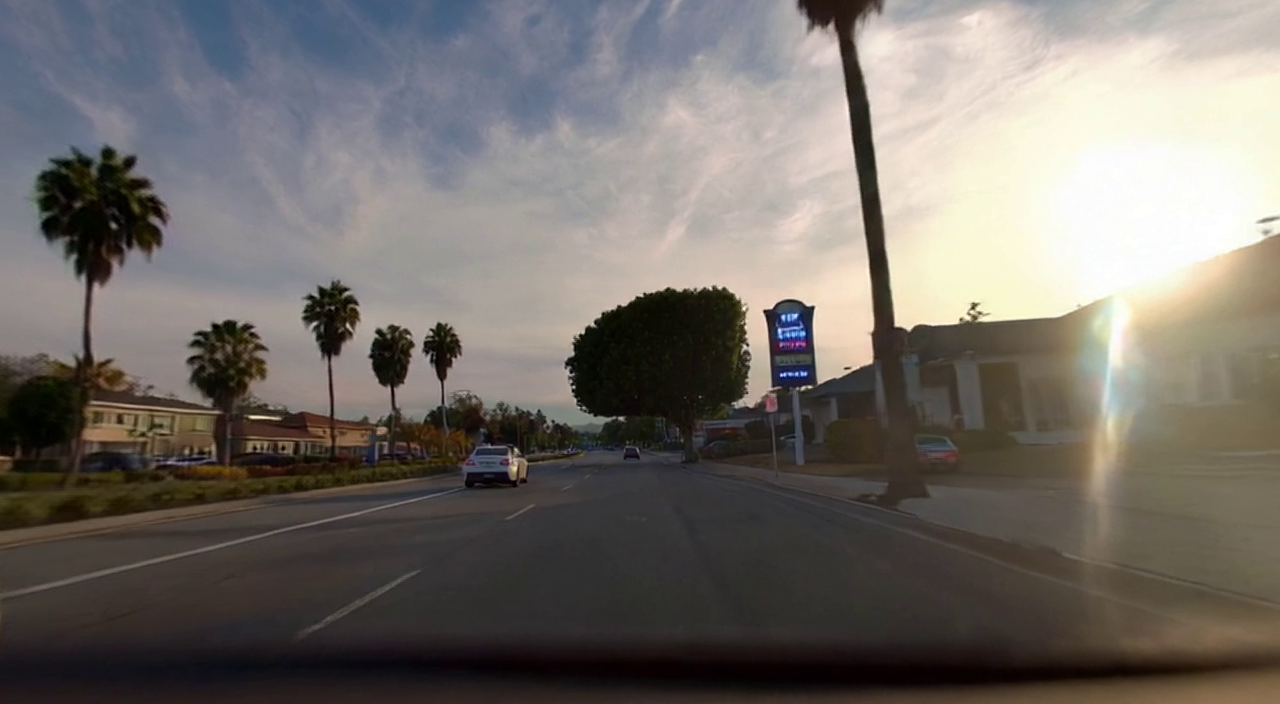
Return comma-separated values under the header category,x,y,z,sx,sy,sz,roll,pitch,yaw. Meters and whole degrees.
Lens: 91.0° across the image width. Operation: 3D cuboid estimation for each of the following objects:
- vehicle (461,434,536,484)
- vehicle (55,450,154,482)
category,x,y,z,sx,sy,sz,roll,pitch,yaw
vehicle,-5.661,4.339,25.770,2.136,1.844,4.363,0,-8,-2
vehicle,-34.401,7.276,40.479,4.863,1.903,2.481,-3,-9,18
